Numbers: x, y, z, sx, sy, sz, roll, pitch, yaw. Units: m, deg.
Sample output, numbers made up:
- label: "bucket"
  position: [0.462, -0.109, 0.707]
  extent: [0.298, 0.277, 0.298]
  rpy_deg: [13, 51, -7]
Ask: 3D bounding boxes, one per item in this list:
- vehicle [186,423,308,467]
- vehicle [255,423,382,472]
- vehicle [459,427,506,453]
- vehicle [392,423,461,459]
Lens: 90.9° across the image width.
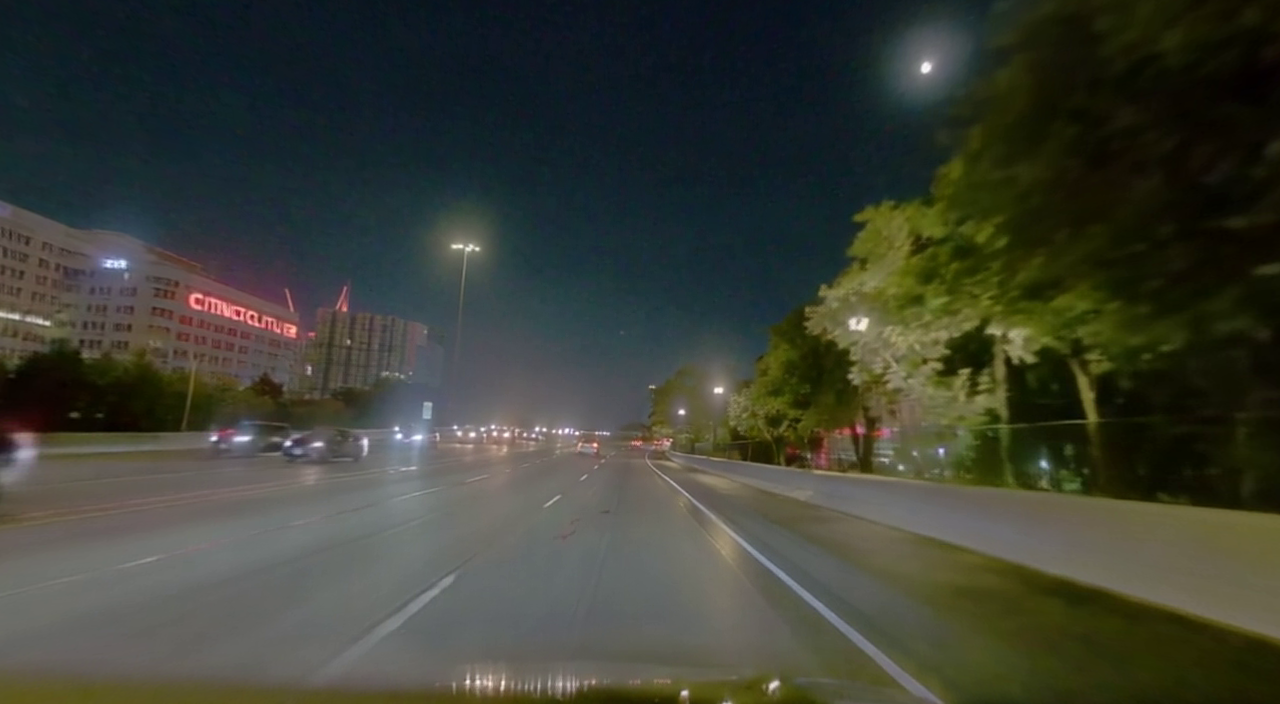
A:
- label: "vehicle"
  position: [-14.720, 3.537, 23.955]
  extent: [1.906, 1.506, 4.269]
  rpy_deg: [0, -8, 0]
- label: "vehicle"
  position: [-10.872, 3.292, 21.769]
  extent: [1.953, 1.520, 4.549]
  rpy_deg: [0, -9, 0]
- label: "vehicle"
  position: [-10.644, 6.004, 42.887]
  extent: [2.016, 1.607, 4.491]
  rpy_deg: [0, -9, 1]
- label: "vehicle"
  position: [-10.819, 4.585, 32.317]
  extent: [2.033, 1.662, 4.394]
  rpy_deg: [0, -9, 0]
